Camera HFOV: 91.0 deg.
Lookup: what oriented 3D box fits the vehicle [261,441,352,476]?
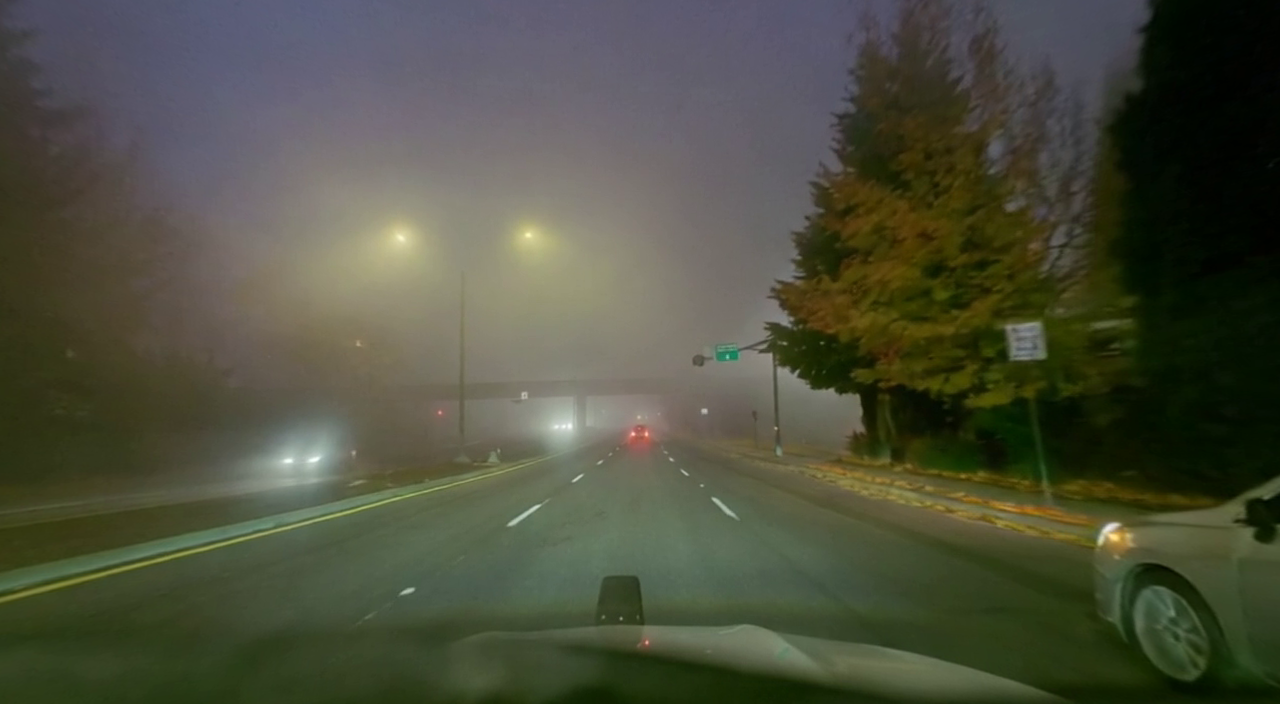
[{"bbox_3d":[-15.645,5.004,29.817,1.907,1.488,4.286,0,-8,1],"label":"vehicle"}]

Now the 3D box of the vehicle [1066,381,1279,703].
[{"bbox_3d":[3.635,0.745,1.569,2.063,1.542,4.420,0,-8,1],"label":"vehicle"}]
